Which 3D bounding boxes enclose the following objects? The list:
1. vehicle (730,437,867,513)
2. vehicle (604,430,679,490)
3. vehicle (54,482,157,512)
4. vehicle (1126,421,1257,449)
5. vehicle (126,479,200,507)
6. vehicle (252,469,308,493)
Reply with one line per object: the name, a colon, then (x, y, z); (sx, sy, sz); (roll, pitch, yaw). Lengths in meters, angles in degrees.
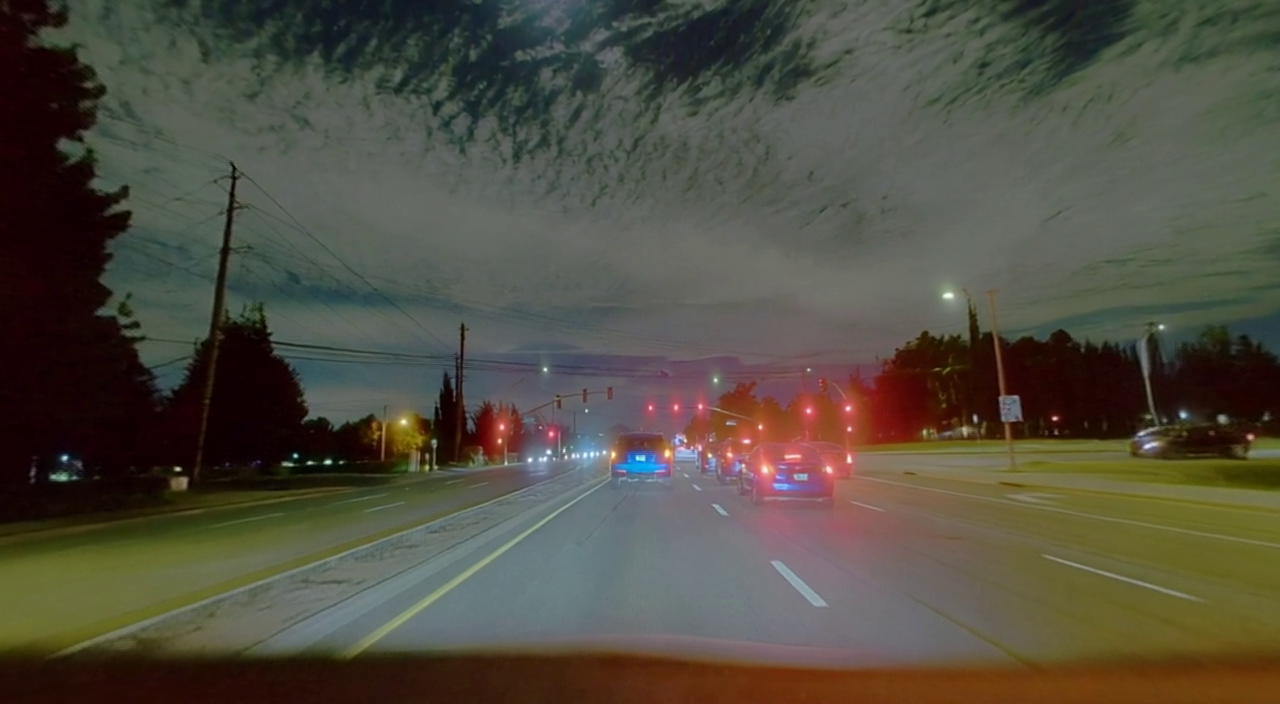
vehicle: (3.417, 2.758, 14.652); (1.984, 1.462, 4.513); (0, -9, 0)
vehicle: (0.024, 3.631, 21.553); (2.300, 1.821, 4.254); (0, -9, -1)
vehicle: (-32.280, 8.756, 38.264); (4.224, 1.614, 2.123); (0, -9, -1)
vehicle: (41.084, 6.275, 47.443); (7.088, 1.918, 2.678); (-7, -10, 37)
vehicle: (-33.082, 9.764, 43.852); (3.637, 1.483, 2.007); (-3, -5, 2)
vehicle: (-25.967, 9.298, 45.566); (3.826, 1.522, 1.741); (-8, -11, 29)
